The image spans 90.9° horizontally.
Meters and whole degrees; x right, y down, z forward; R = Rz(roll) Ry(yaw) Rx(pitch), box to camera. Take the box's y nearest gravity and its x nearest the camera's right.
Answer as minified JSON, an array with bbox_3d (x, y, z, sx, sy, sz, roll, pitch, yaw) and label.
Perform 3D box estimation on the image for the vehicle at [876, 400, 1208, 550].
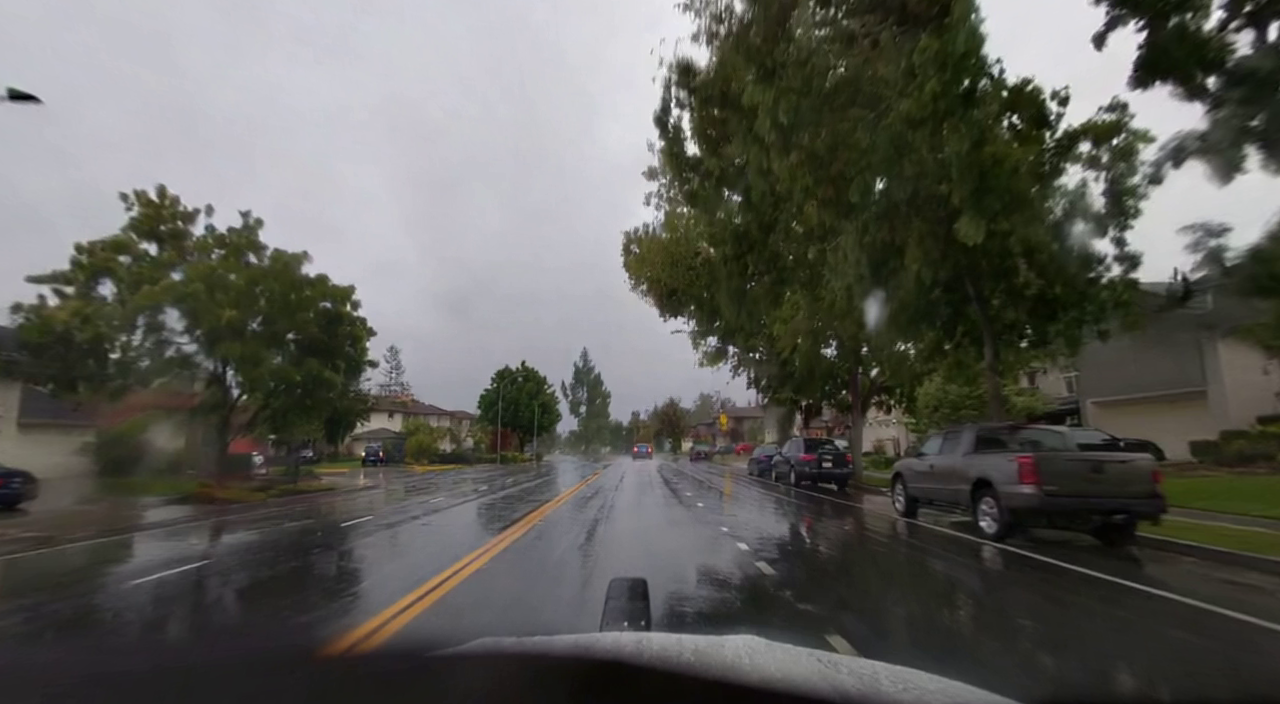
[{"bbox_3d":[6.601,2.113,11.584,2.260,2.046,5.766,0,-8,0],"label":"vehicle"}]

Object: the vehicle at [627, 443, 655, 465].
[{"bbox_3d":[0.018,8.055,49.823,2.106,1.667,4.367,0,-8,-1],"label":"vehicle"}]

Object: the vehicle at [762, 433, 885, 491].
[{"bbox_3d":[6.697,4.113,23.987,2.878,1.927,5.774,0,-8,0],"label":"vehicle"}]
